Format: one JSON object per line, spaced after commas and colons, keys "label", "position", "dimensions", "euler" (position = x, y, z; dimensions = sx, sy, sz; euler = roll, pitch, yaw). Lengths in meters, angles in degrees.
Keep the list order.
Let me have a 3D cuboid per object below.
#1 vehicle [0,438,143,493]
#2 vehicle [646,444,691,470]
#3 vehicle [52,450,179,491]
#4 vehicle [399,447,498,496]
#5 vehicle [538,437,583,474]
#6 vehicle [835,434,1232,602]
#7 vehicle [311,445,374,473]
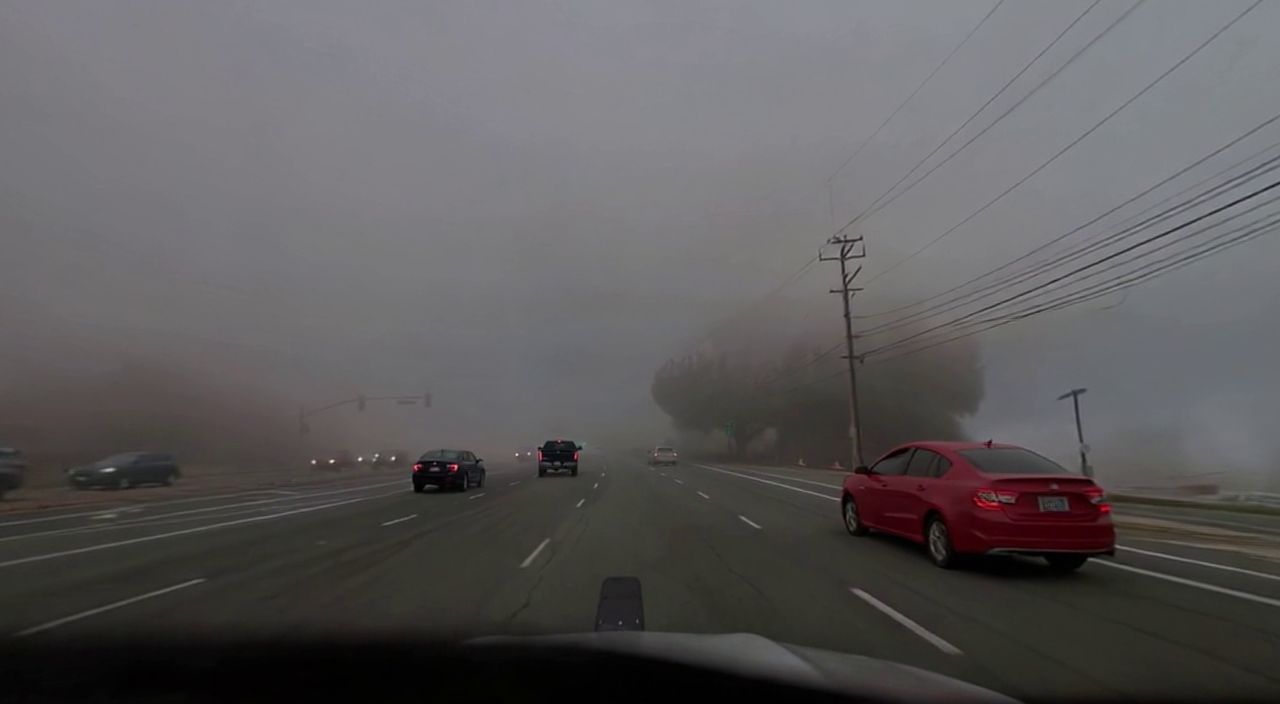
{"label": "vehicle", "position": [-28.535, 5.366, 29.895], "dimensions": [2.960, 2.287, 8.741], "euler": [-1, -10, 0]}
{"label": "vehicle", "position": [1.614, 6.268, 37.901], "dimensions": [2.071, 1.435, 4.226], "euler": [1, -9, -6]}
{"label": "vehicle", "position": [-24.165, 5.425, 29.408], "dimensions": [1.915, 1.689, 4.640], "euler": [0, -8, 0]}
{"label": "vehicle", "position": [-6.430, 4.042, 21.854], "dimensions": [2.035, 1.497, 4.723], "euler": [0, -8, -1]}
{"label": "vehicle", "position": [-4.701, 6.176, 37.912], "dimensions": [2.467, 1.991, 6.089], "euler": [1, -9, -6]}
{"label": "vehicle", "position": [4.150, 1.788, 7.843], "dimensions": [1.840, 1.428, 4.602], "euler": [0, -8, -2]}
{"label": "vehicle", "position": [-21.283, 7.650, 45.457], "dimensions": [2.071, 1.925, 5.206], "euler": [0, -8, -1]}
